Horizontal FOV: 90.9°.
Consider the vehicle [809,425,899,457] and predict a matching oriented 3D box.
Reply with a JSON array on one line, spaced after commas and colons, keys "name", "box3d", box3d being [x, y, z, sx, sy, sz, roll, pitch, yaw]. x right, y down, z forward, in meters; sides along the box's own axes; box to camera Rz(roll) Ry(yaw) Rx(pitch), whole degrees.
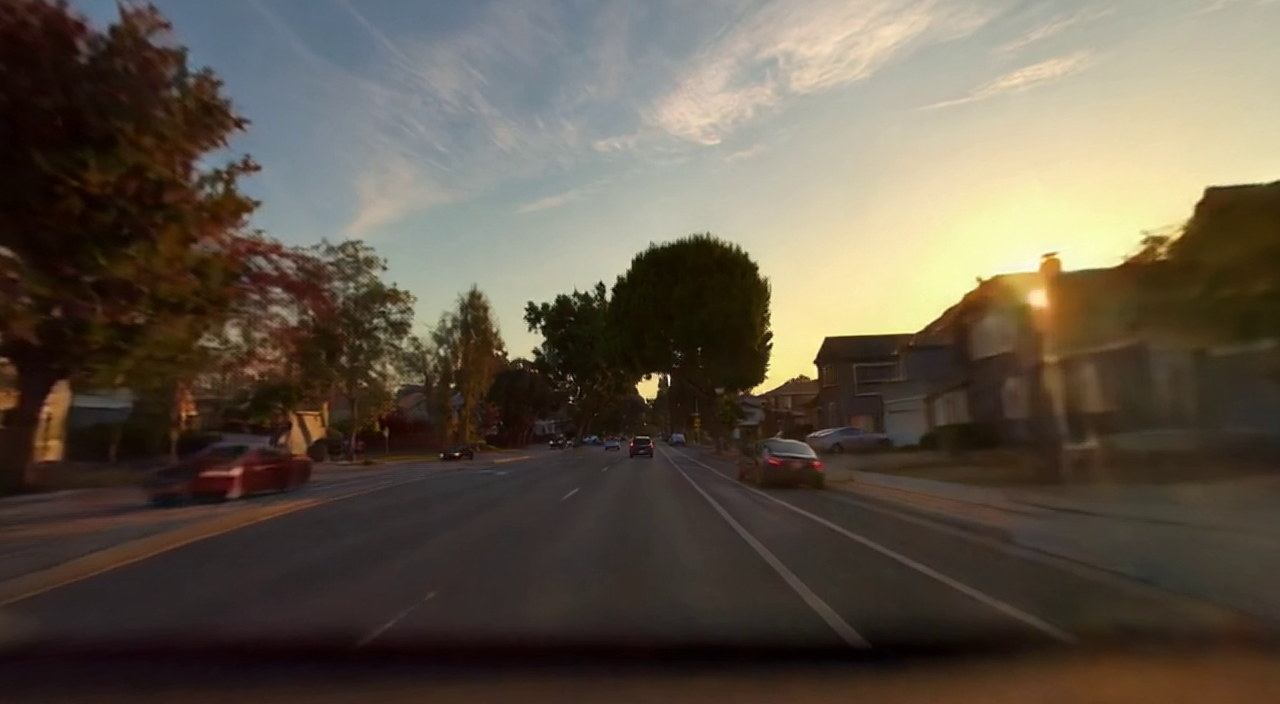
[{"name": "vehicle", "box3d": [11.515, 4.820, 34.157, 4.230, 1.551, 1.801, -2, -8, 4]}]

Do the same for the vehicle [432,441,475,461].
[{"name": "vehicle", "box3d": [-14.069, 7.476, 47.792, 1.937, 1.386, 4.354, -1, -8, 1]}]

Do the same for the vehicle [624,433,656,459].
[{"name": "vehicle", "box3d": [0.044, 6.259, 42.095, 2.024, 1.655, 4.301, 0, -8, 0]}]

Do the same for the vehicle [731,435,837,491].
[{"name": "vehicle", "box3d": [4.252, 3.355, 19.501, 2.080, 1.469, 4.898, 0, -8, -1]}]

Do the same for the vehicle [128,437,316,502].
[{"name": "vehicle", "box3d": [-11.156, 3.141, 17.339, 1.992, 1.518, 4.592, -1, -8, 1]}]
